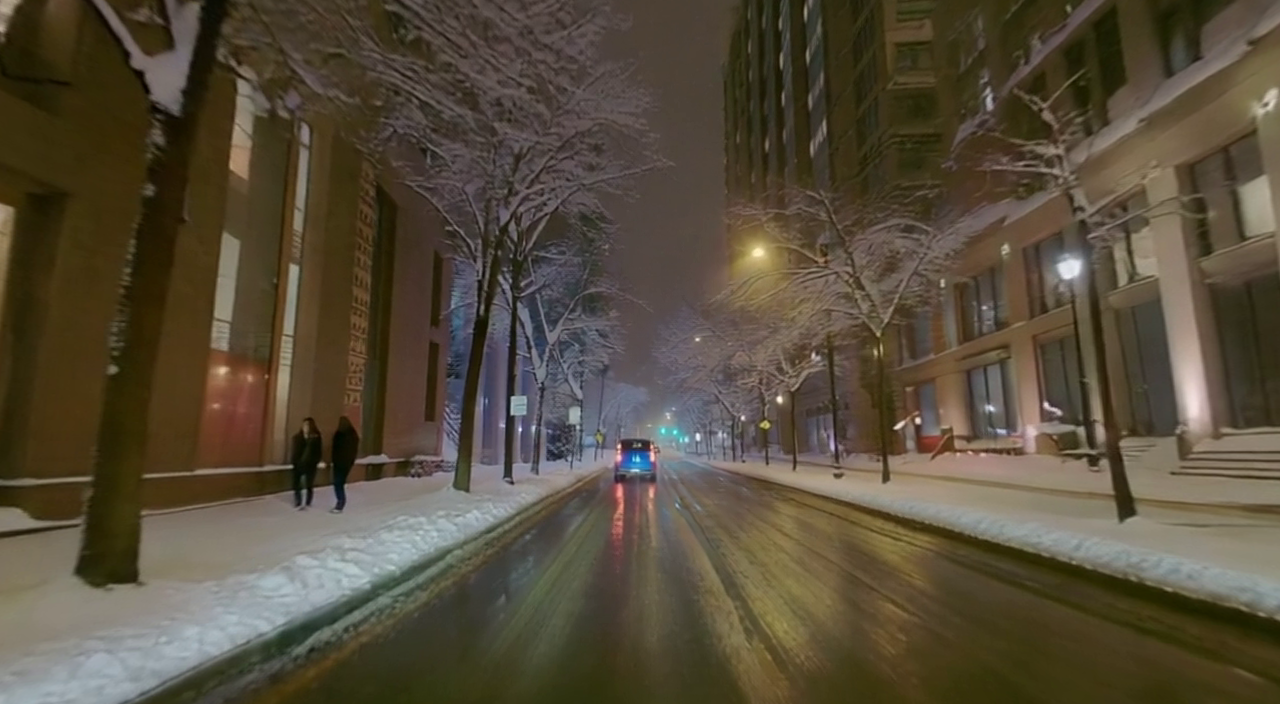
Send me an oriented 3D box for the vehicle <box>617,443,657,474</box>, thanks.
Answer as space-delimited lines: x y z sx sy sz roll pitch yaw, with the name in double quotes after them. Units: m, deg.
-0.157 5.884 35.060 2.079 1.621 3.861 0 -9 0 "vehicle"
